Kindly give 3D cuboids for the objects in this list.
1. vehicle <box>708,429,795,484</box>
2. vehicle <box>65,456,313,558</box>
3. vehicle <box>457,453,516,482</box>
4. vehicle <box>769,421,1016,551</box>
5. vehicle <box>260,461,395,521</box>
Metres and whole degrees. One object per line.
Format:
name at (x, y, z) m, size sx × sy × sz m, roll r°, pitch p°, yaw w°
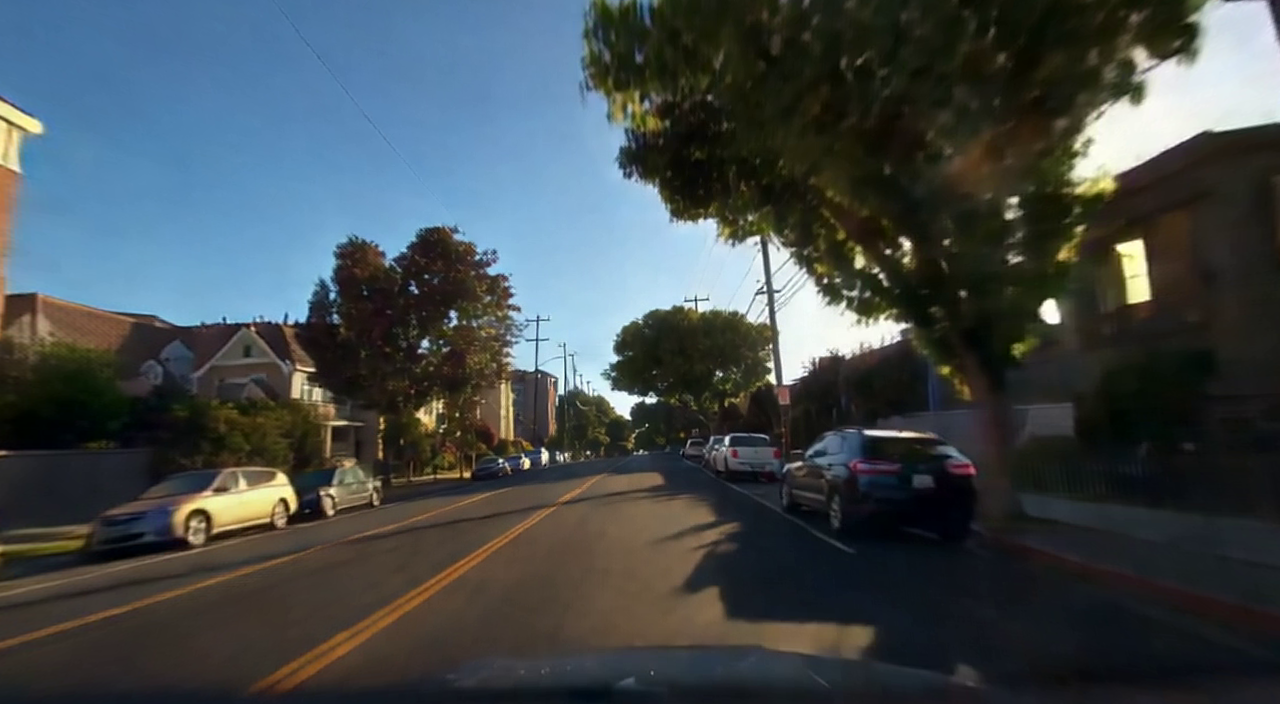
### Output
vehicle at (3.889, 3.766, 22.996) m, size 2.225 × 1.759 × 4.817 m, roll 0°, pitch -9°, yaw -1°
vehicle at (-9.364, 3.194, 13.734) m, size 2.061 × 1.748 × 4.316 m, roll -1°, pitch -9°, yaw 2°
vehicle at (-8.850, 6.665, 36.862) m, size 2.208 × 1.508 × 4.590 m, roll -1°, pitch -9°, yaw 1°
vehicle at (3.728, 2.067, 10.502) m, size 2.089 × 1.638 × 4.628 m, roll 0°, pitch -9°, yaw -1°
vehicle at (-9.156, 4.089, 19.010) m, size 1.818 × 1.469 × 4.349 m, roll -1°, pitch -9°, yaw 0°
